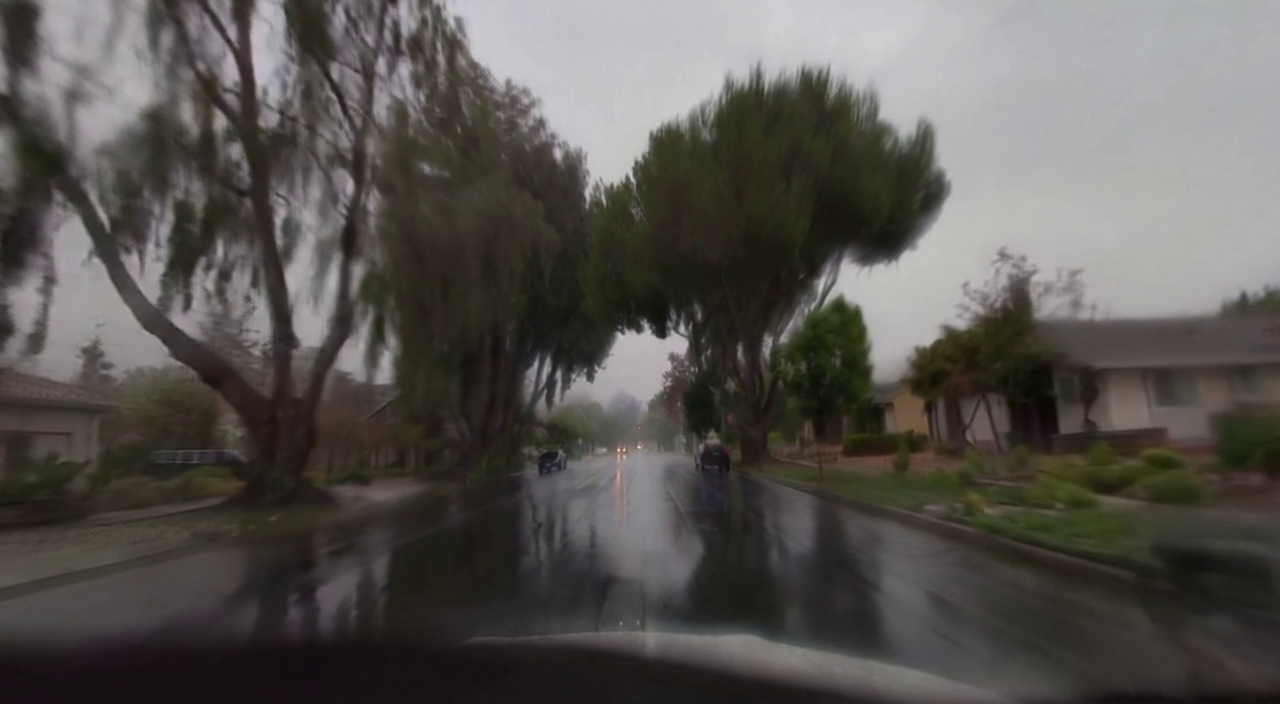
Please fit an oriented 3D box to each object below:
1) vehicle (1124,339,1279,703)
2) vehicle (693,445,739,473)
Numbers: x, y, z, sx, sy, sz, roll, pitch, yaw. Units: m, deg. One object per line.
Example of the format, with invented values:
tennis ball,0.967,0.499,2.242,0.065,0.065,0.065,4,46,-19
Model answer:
vehicle,3.661,0.595,1.119,2.055,1.738,4.448,0,-9,0
vehicle,4.209,6.013,35.690,2.013,1.473,4.329,0,-9,-1
